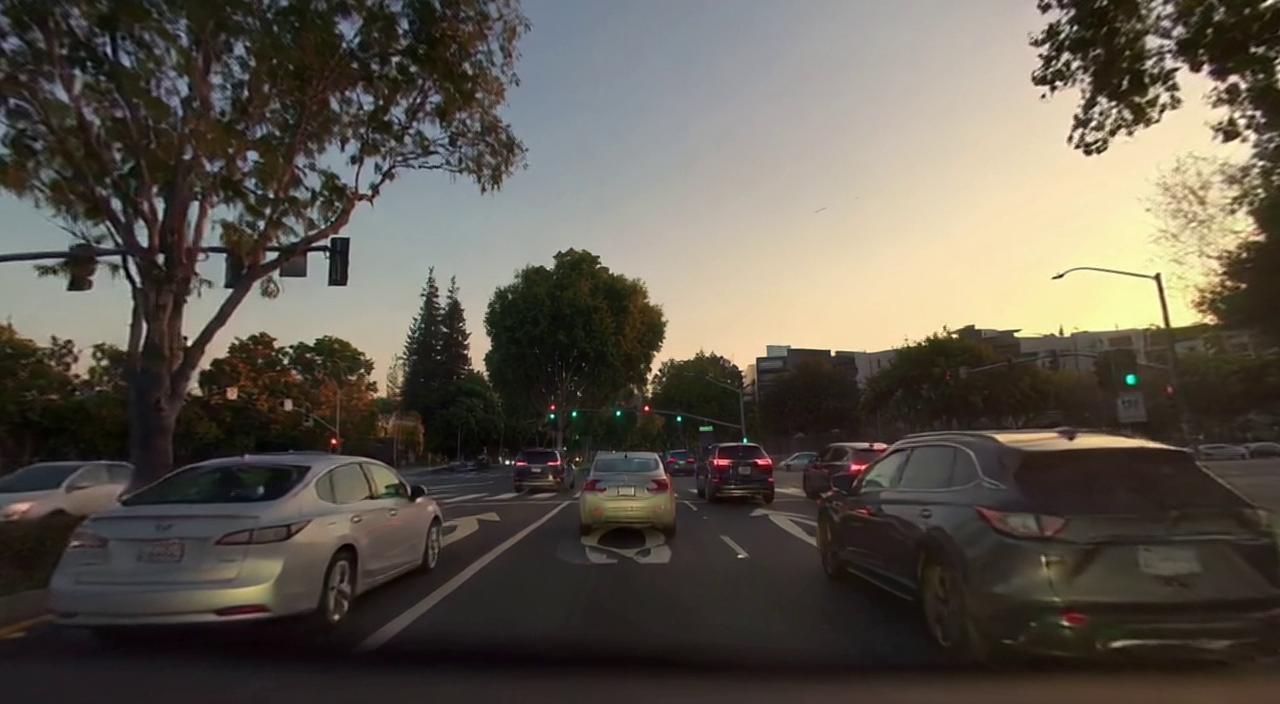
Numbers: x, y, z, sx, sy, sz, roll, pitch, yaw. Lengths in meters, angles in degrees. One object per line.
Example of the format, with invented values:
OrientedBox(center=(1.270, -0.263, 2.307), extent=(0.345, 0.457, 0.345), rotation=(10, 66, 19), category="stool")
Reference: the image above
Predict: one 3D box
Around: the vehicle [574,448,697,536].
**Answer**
OrientedBox(center=(-0.111, 2.699, 12.826), extent=(2.098, 1.461, 3.958), rotation=(0, -9, -1), category="vehicle")

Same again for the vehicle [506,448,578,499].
OrientedBox(center=(-3.523, 4.442, 23.531), extent=(2.033, 1.714, 4.278), rotation=(0, -9, 0), category="vehicle")

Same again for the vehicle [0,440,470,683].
OrientedBox(center=(-3.297, 1.630, 6.173), extent=(2.045, 1.463, 4.490), rotation=(0, -9, 0), category="vehicle")

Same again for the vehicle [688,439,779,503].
OrientedBox(center=(2.827, 3.732, 20.226), extent=(2.138, 1.778, 4.422), rotation=(0, -9, -1), category="vehicle")

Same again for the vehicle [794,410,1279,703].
OrientedBox(center=(3.054, 1.459, 5.703), extent=(1.996, 1.566, 4.917), rotation=(0, -9, -1), category="vehicle")
